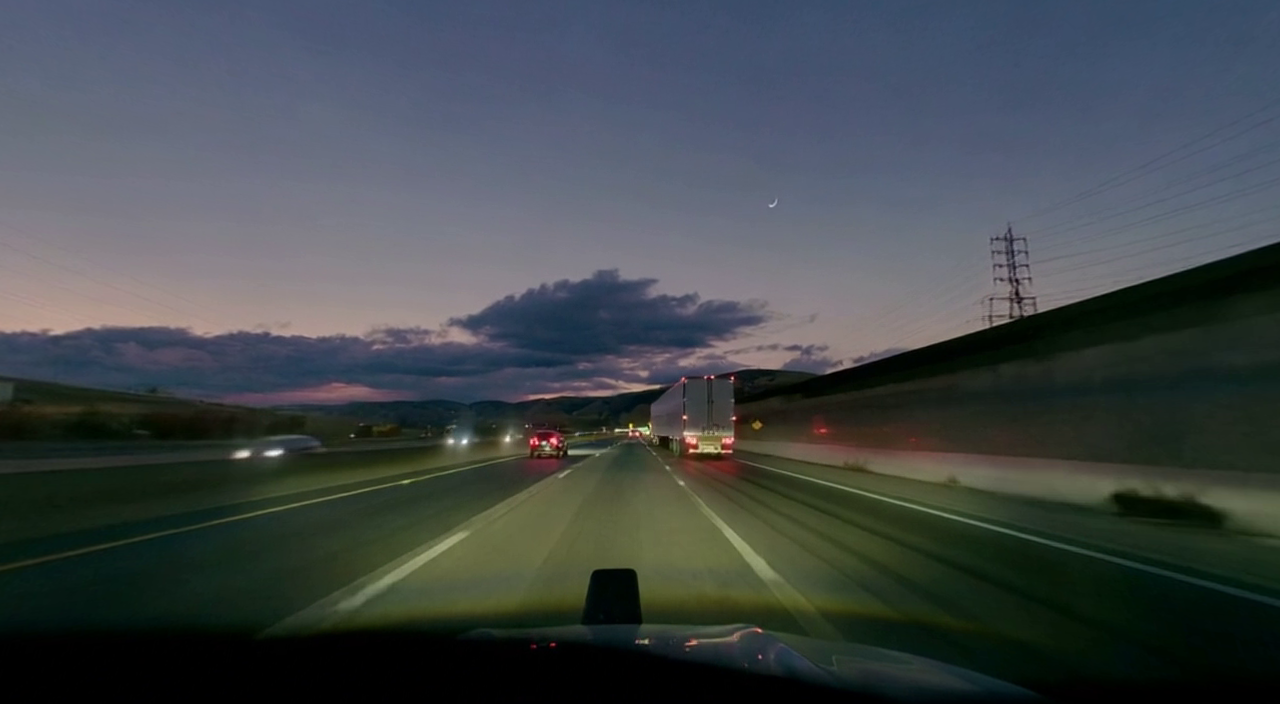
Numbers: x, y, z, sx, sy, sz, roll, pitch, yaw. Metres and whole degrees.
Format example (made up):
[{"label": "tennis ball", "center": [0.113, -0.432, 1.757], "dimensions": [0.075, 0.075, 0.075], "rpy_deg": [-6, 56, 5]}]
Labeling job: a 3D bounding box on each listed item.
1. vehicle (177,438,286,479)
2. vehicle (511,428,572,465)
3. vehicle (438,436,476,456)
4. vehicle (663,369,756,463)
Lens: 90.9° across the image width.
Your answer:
[{"label": "vehicle", "center": [-15.860, 4.119, 24.735], "dimensions": [1.716, 1.396, 3.946], "rpy_deg": [0, -7, -2]}, {"label": "vehicle", "center": [-4.246, 4.153, 27.875], "dimensions": [1.965, 1.486, 4.448], "rpy_deg": [0, -8, 0]}, {"label": "vehicle", "center": [-12.097, 6.214, 41.827], "dimensions": [1.590, 1.306, 3.344], "rpy_deg": [0, -8, -1]}, {"label": "vehicle", "center": [3.075, 3.363, 31.525], "dimensions": [3.060, 3.842, 11.095], "rpy_deg": [0, -8, -2]}]
